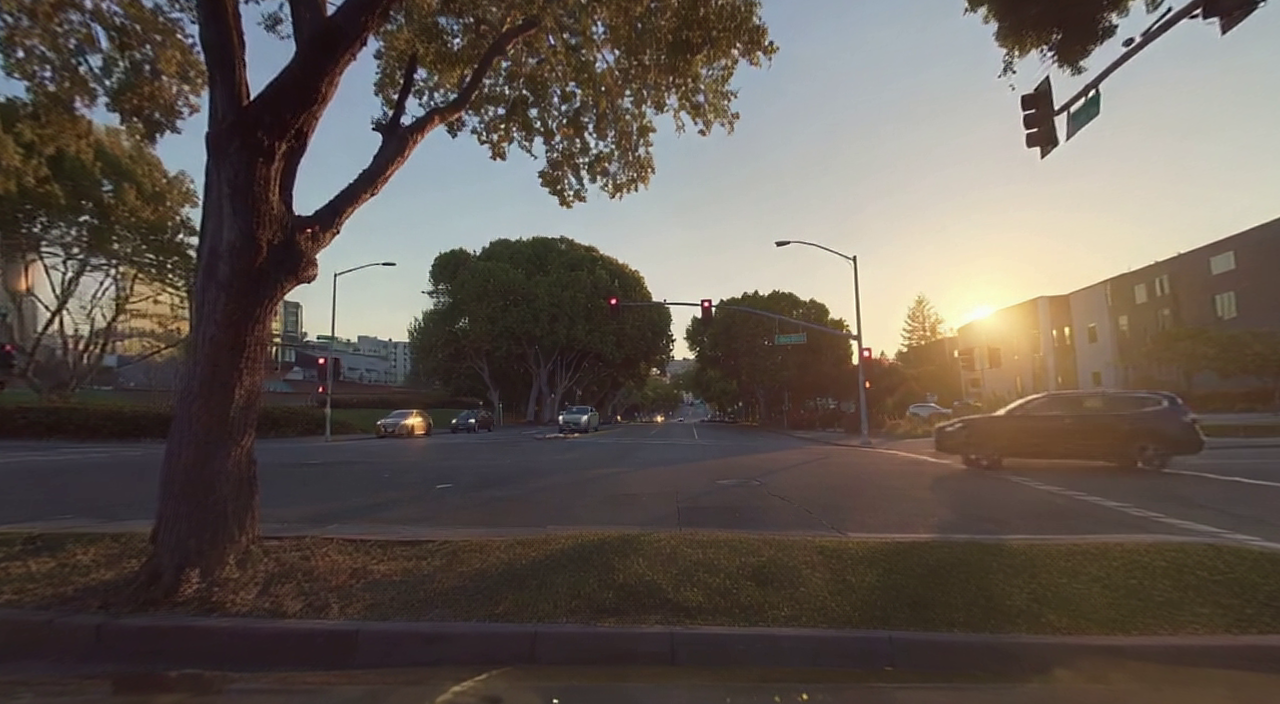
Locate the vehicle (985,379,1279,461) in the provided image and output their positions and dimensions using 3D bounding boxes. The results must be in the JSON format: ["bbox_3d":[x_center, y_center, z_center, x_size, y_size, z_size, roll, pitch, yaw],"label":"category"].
[{"bbox_3d":[11.985,1.741,15.735,5.383,1.870,2.203,-1,-9,4],"label":"vehicle"}]

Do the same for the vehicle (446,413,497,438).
[{"bbox_3d":[-11.040,4.889,41.735,1.899,1.510,4.294,-1,-9,4],"label":"vehicle"}]

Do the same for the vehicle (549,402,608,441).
[{"bbox_3d":[-3.233,3.894,34.520,2.306,1.907,5.382,-1,-9,4],"label":"vehicle"}]

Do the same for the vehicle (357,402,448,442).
[{"bbox_3d":[-12.330,3.770,33.289,2.340,1.902,4.920,-1,-9,8],"label":"vehicle"}]
